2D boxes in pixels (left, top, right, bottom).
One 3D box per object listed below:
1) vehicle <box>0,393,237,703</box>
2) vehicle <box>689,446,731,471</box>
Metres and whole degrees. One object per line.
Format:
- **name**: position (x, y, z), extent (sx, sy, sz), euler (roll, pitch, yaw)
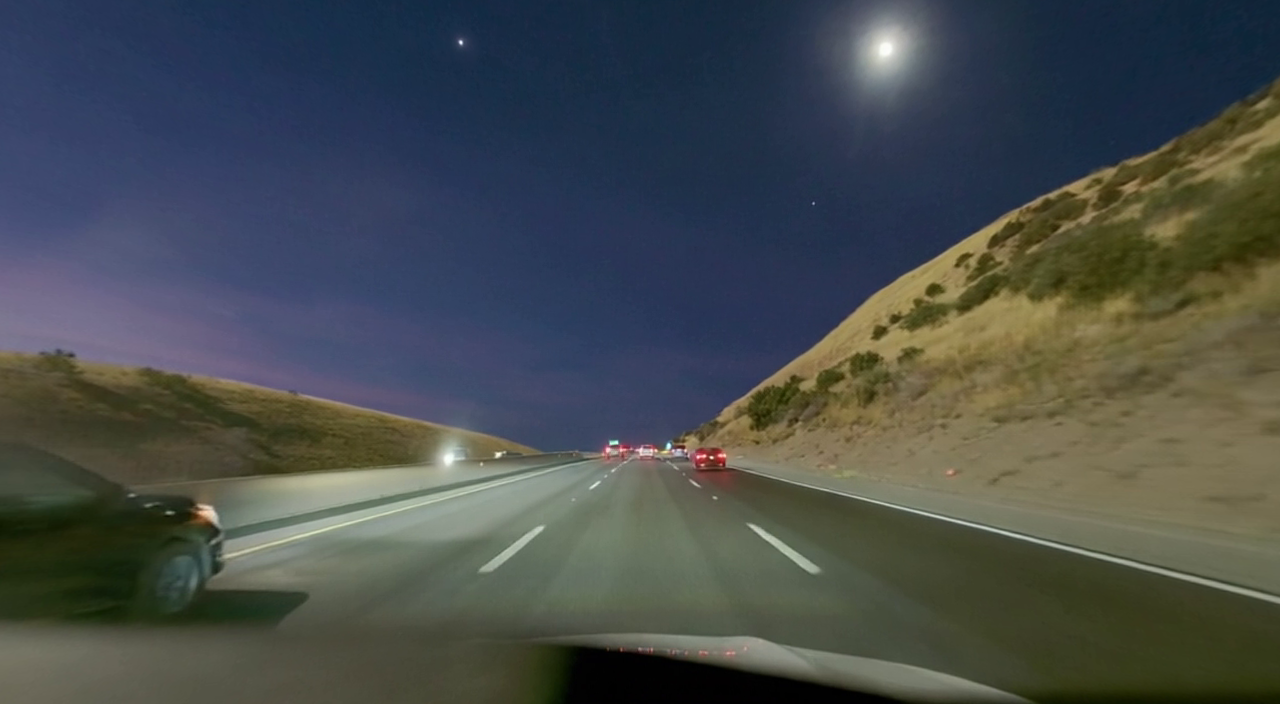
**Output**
- **vehicle**: position (-3.923, 0.904, 2.559), extent (1.910, 1.521, 3.930), euler (0, -8, 1)
- **vehicle**: position (3.912, 6.009, 35.781), extent (1.976, 1.352, 3.602), euler (0, -8, 0)
